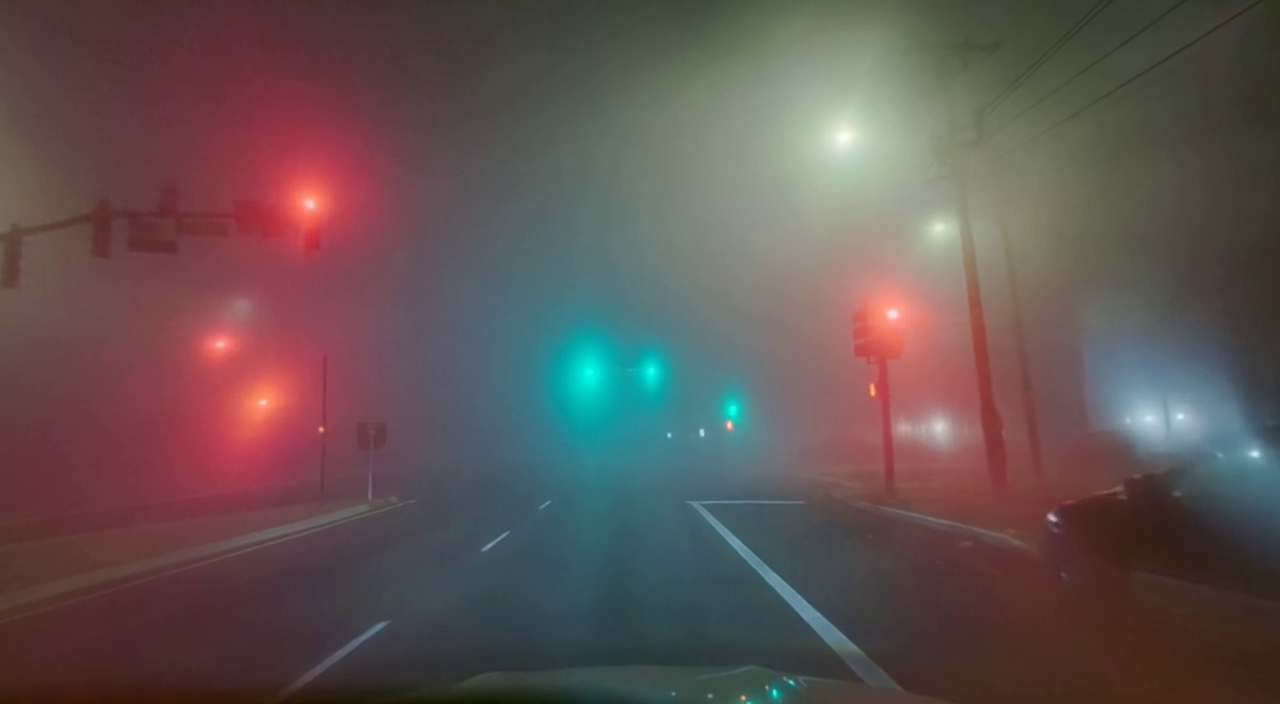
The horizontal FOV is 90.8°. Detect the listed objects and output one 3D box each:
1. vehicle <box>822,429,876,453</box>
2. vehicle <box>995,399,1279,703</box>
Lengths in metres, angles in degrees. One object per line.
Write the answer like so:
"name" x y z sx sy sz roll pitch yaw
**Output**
"vehicle" 14.934 6.413 45.463 1.959 1.471 4.570 -4 -8 -4
"vehicle" 3.994 0.979 3.005 1.961 1.497 4.415 0 -9 -1
